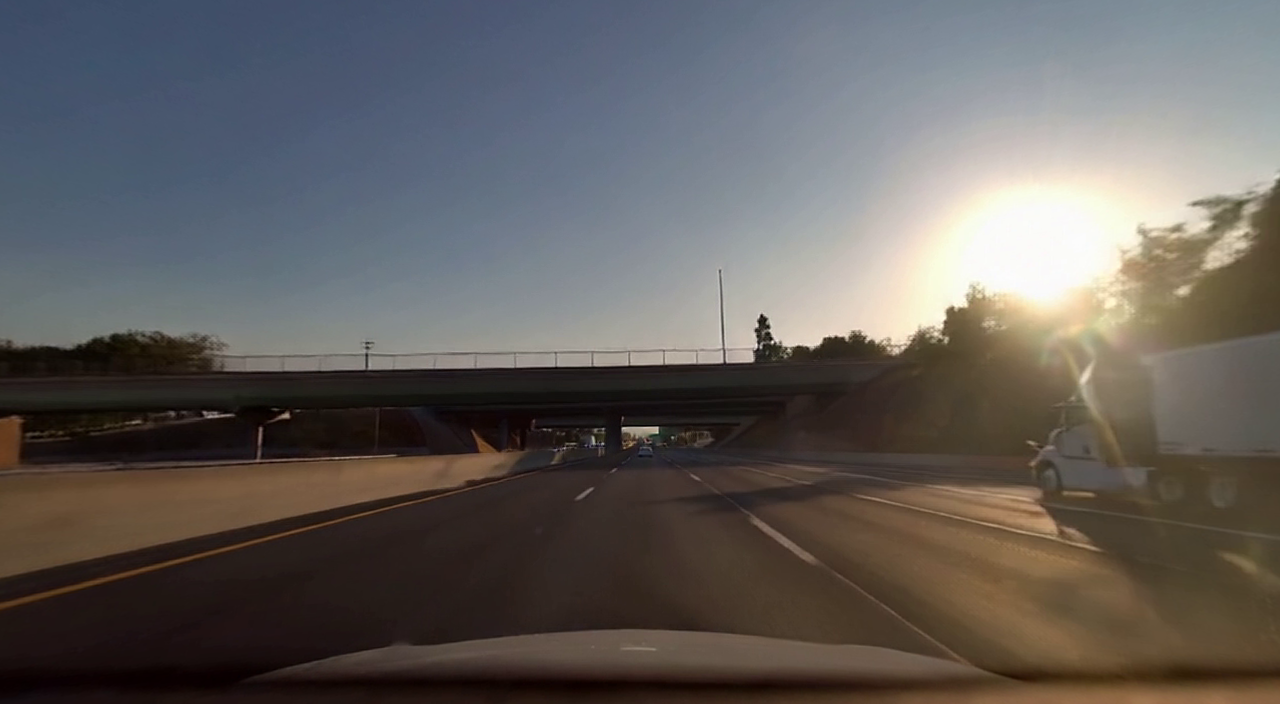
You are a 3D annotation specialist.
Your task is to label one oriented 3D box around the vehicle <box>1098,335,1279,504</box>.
[{"bbox_3d":[17.834,1.287,13.145,3.395,4.178,16.548,0,-8,-3],"label":"vehicle"}]
